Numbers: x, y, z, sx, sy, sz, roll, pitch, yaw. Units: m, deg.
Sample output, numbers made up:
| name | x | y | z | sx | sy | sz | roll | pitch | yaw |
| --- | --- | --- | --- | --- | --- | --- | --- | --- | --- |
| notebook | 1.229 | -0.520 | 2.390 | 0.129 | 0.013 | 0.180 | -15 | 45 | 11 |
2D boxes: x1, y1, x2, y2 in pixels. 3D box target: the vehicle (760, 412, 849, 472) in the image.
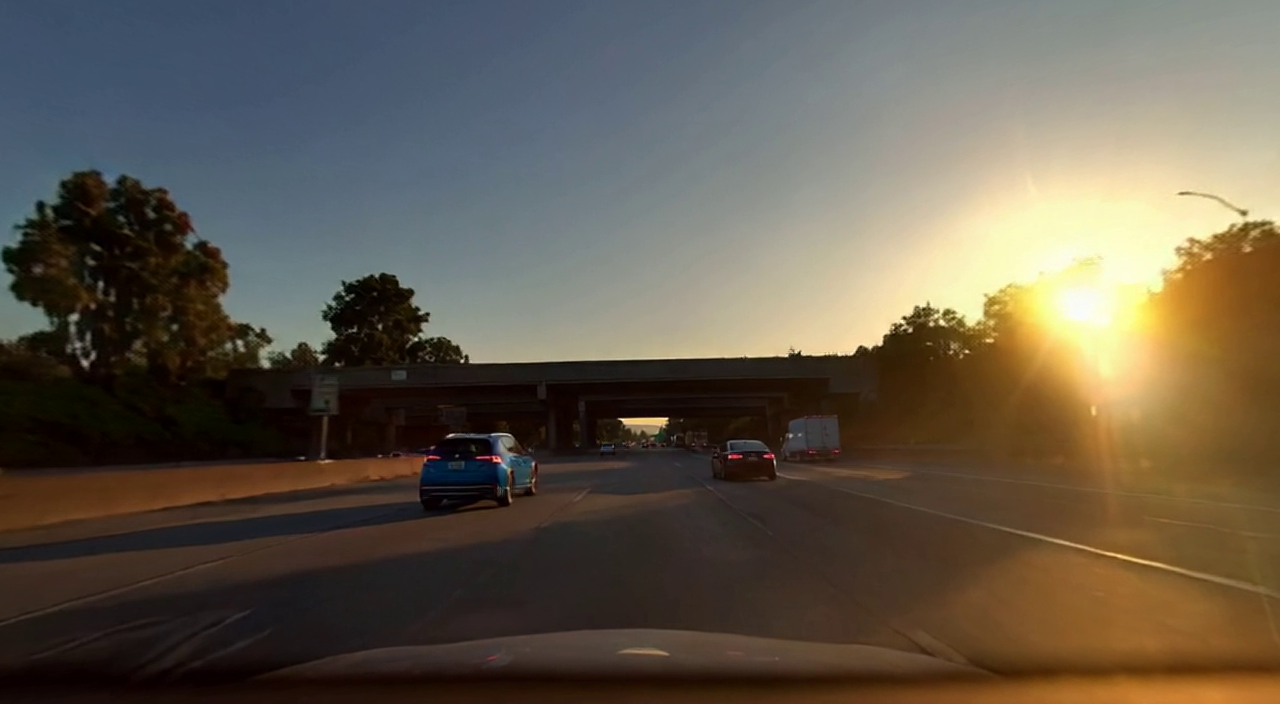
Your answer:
| name | x | y | z | sx | sy | sz | roll | pitch | yaw |
| --- | --- | --- | --- | --- | --- | --- | --- | --- | --- |
| vehicle | 7.730 | 4.346 | 30.288 | 2.729 | 2.628 | 4.875 | 0 | -9 | -2 |

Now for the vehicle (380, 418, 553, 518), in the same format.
| name | x | y | z | sx | sy | sz | roll | pitch | yaw |
| --- | --- | --- | --- | --- | --- | --- | --- | --- | --- |
| vehicle | -3.484 | 2.482 | 13.998 | 2.218 | 1.764 | 5.229 | 0 | -9 | 2 |

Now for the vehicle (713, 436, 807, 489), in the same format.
| name | x | y | z | sx | sy | sz | roll | pitch | yaw |
| --- | --- | --- | --- | --- | --- | --- | --- | --- | --- |
| vehicle | 3.700 | 3.526 | 20.420 | 2.080 | 1.493 | 4.674 | 0 | -9 | 0 |
